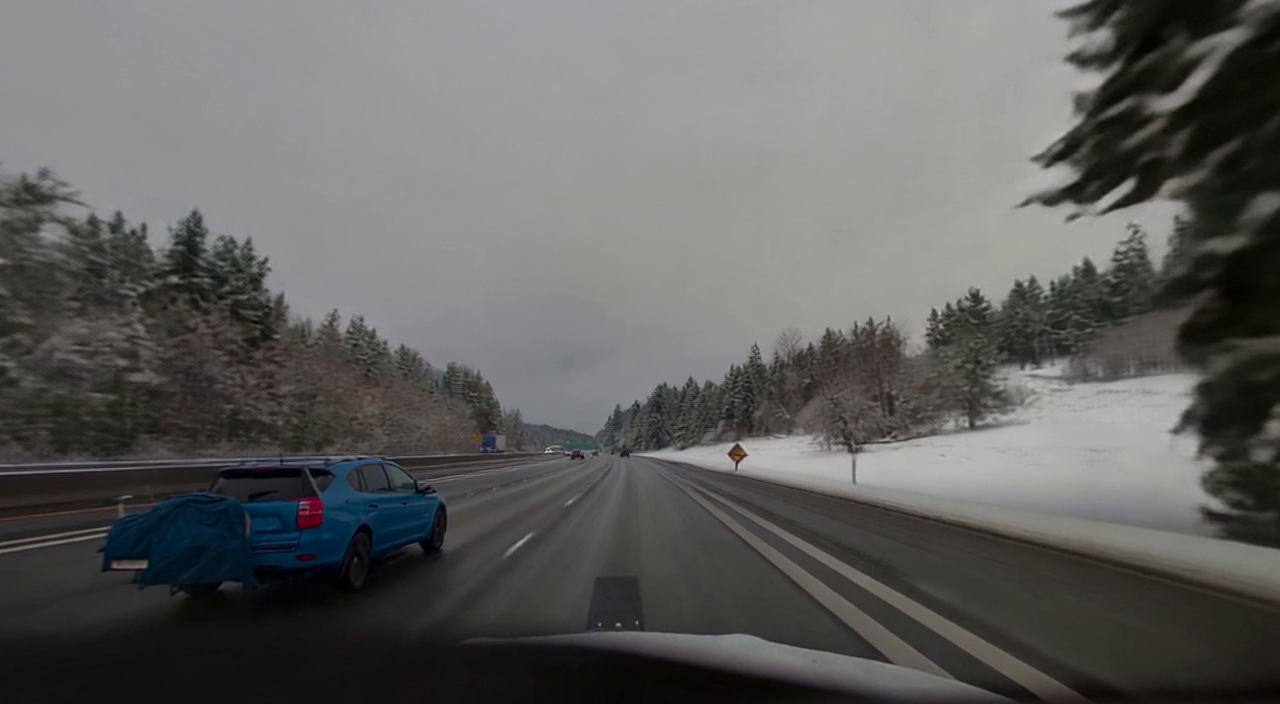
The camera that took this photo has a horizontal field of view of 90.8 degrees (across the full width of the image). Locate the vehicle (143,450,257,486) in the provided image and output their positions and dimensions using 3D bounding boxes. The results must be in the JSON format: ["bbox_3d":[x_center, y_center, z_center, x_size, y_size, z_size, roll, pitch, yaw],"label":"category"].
[{"bbox_3d":[-21.651,5.698,31.367,2.186,1.603,4.899,0,-9,-1],"label":"vehicle"}]
